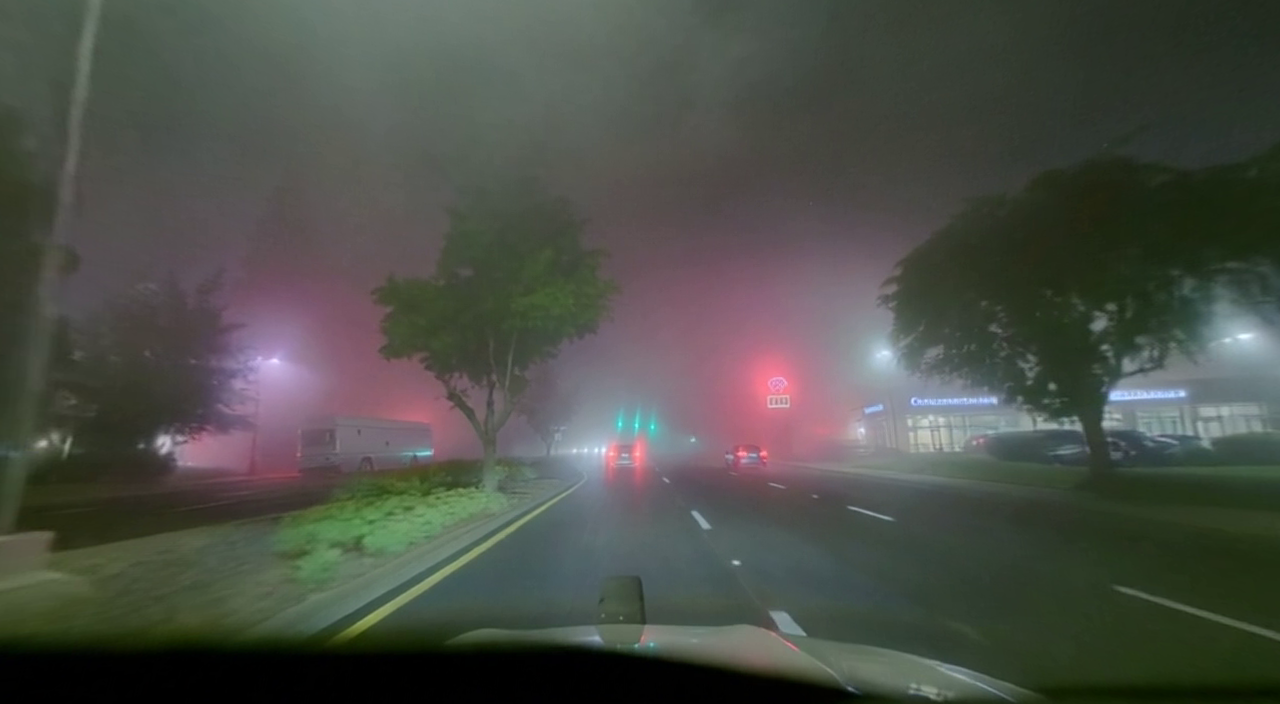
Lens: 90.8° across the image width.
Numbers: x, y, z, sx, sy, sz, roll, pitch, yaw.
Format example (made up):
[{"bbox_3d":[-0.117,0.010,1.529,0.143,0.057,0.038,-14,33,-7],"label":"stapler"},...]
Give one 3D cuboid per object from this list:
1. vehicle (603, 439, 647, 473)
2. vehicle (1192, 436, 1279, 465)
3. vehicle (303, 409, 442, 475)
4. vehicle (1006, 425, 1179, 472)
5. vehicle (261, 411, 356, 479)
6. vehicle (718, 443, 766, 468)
[{"bbox_3d":[-0.827,5.160,31.607,2.072,1.545,4.578,0,-8,-3],"label":"vehicle"},{"bbox_3d":[32.879,5.300,34.239,1.804,1.461,4.611,0,-8,1],"label":"vehicle"},{"bbox_3d":[-19.490,6.895,48.239,3.133,4.167,16.699,0,-8,1],"label":"vehicle"},{"bbox_3d":[20.157,4.321,28.376,5.909,1.970,2.365,0,-8,0],"label":"vehicle"},{"bbox_3d":[-19.622,5.548,37.733,2.986,3.786,4.453,0,-8,1],"label":"vehicle"},{"bbox_3d":[6.463,6.600,40.536,2.075,1.475,4.571,0,-8,-3],"label":"vehicle"}]
